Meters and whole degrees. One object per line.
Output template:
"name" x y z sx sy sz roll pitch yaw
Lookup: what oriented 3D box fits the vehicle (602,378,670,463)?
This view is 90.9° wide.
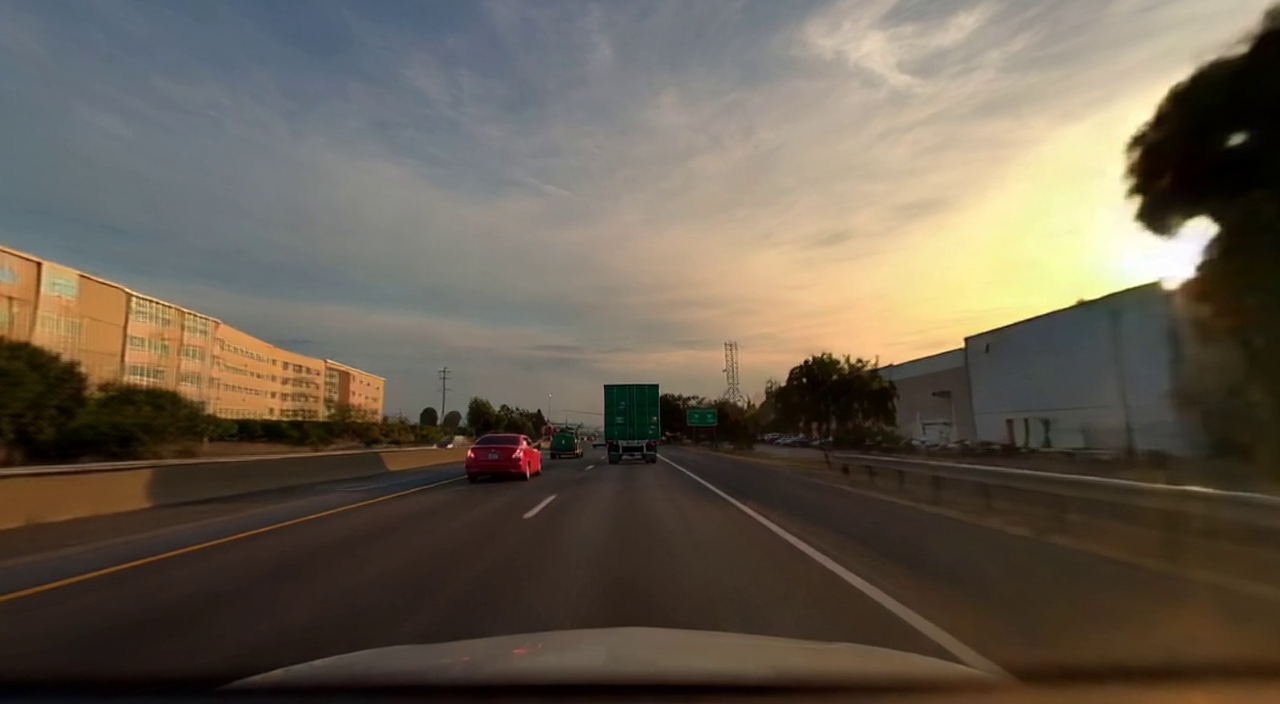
"vehicle" -0.340 3.966 35.304 3.259 4.066 9.891 0 -8 -2

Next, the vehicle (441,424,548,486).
"vehicle" -4.219 3.069 19.252 2.005 1.602 5.131 0 -8 1

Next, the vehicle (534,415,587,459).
"vehicle" -5.139 5.677 42.086 2.717 2.714 6.997 0 -8 -1
